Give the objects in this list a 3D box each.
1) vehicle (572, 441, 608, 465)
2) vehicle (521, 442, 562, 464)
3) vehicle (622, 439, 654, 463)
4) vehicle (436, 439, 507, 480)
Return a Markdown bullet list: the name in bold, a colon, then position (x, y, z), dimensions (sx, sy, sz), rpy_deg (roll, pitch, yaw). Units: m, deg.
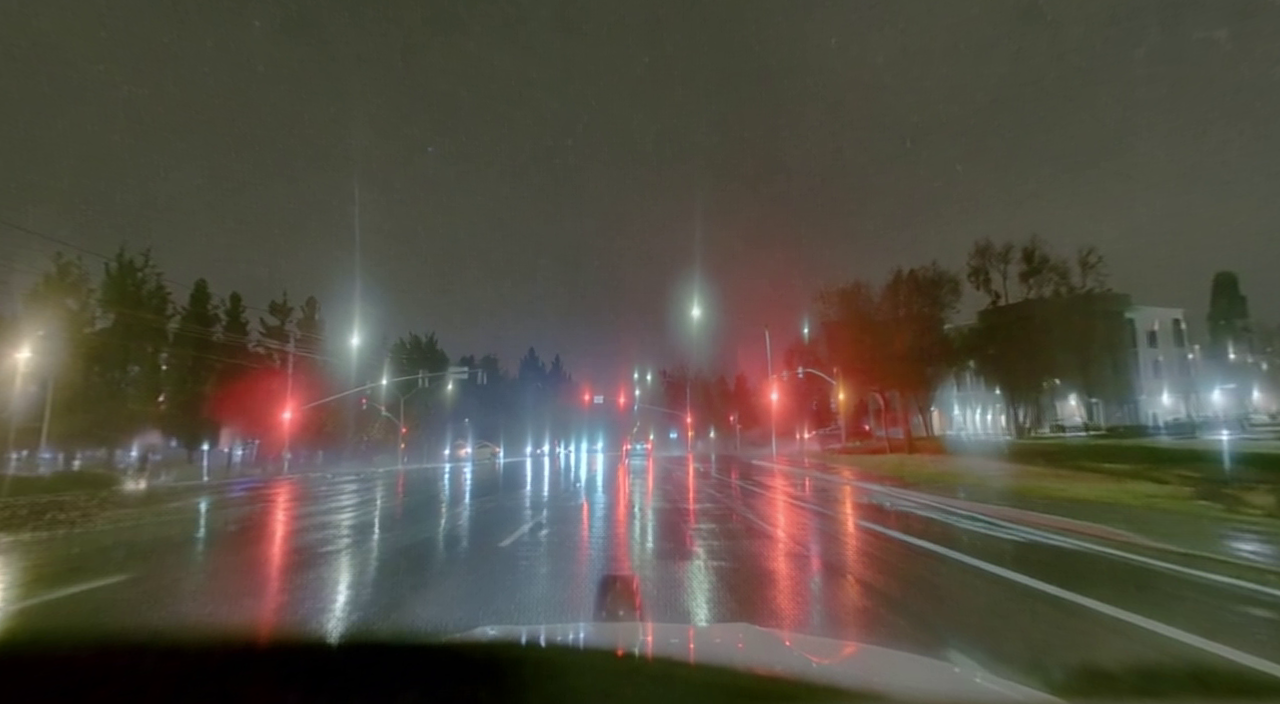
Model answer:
- **vehicle**: position (-3.222, 6.605, 41.470), dimensions (1.946, 1.437, 4.154), rpy_deg (0, -9, 1)
- **vehicle**: position (-6.795, 7.019, 44.076), dimensions (2.074, 1.447, 4.224), rpy_deg (0, -9, 1)
- **vehicle**: position (-0.124, 6.514, 41.598), dimensions (1.985, 1.521, 3.968), rpy_deg (0, -9, 1)
- **vehicle**: position (-6.974, 4.488, 26.638), dimensions (1.869, 1.570, 4.064), rpy_deg (0, -9, 0)
